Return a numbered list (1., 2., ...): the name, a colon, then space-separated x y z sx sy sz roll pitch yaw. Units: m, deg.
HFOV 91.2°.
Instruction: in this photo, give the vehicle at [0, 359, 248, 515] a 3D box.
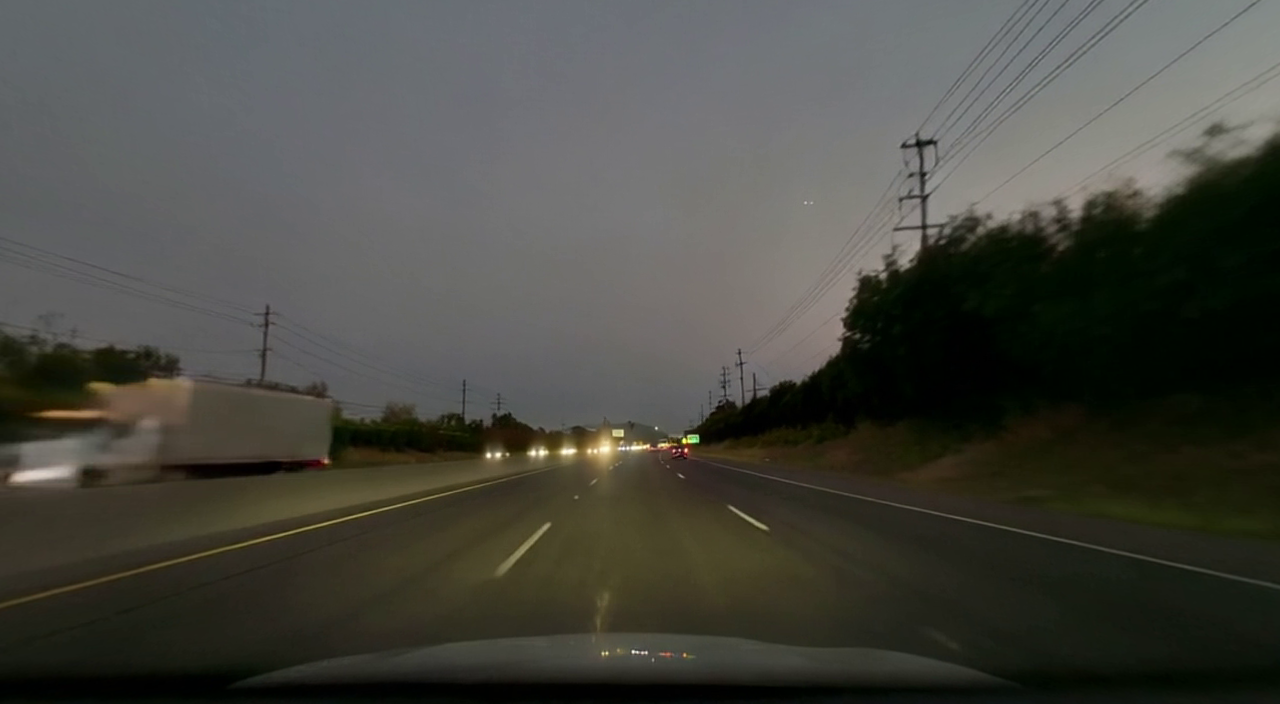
1. vehicle: -15.027 2.479 18.273 3.396 3.812 5.547 1 -9 0
